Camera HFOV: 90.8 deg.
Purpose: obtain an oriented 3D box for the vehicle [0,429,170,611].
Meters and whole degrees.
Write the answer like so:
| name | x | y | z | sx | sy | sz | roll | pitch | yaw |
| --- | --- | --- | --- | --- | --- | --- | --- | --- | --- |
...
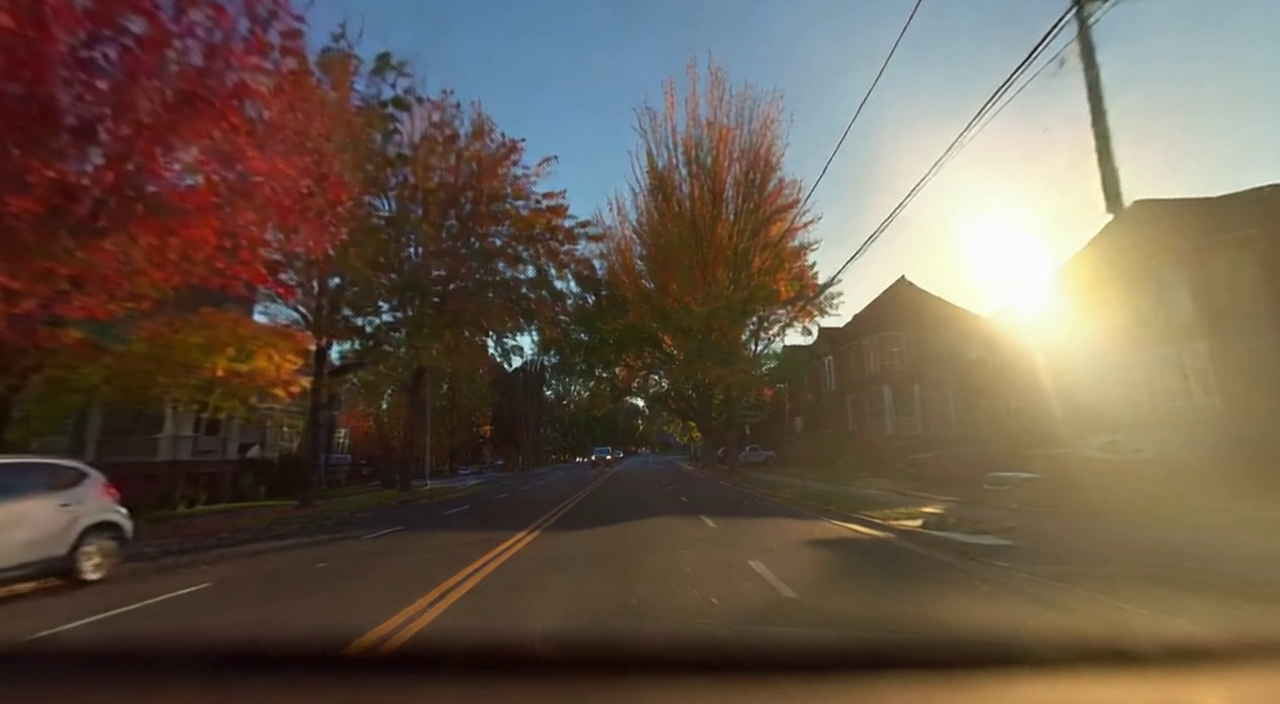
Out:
| name | x | y | z | sx | sy | sz | roll | pitch | yaw |
| --- | --- | --- | --- | --- | --- | --- | --- | --- | --- |
| vehicle | -7.230 | 1.545 | 5.546 | 2.129 | 1.730 | 5.544 | -1 | -11 | -3 |
